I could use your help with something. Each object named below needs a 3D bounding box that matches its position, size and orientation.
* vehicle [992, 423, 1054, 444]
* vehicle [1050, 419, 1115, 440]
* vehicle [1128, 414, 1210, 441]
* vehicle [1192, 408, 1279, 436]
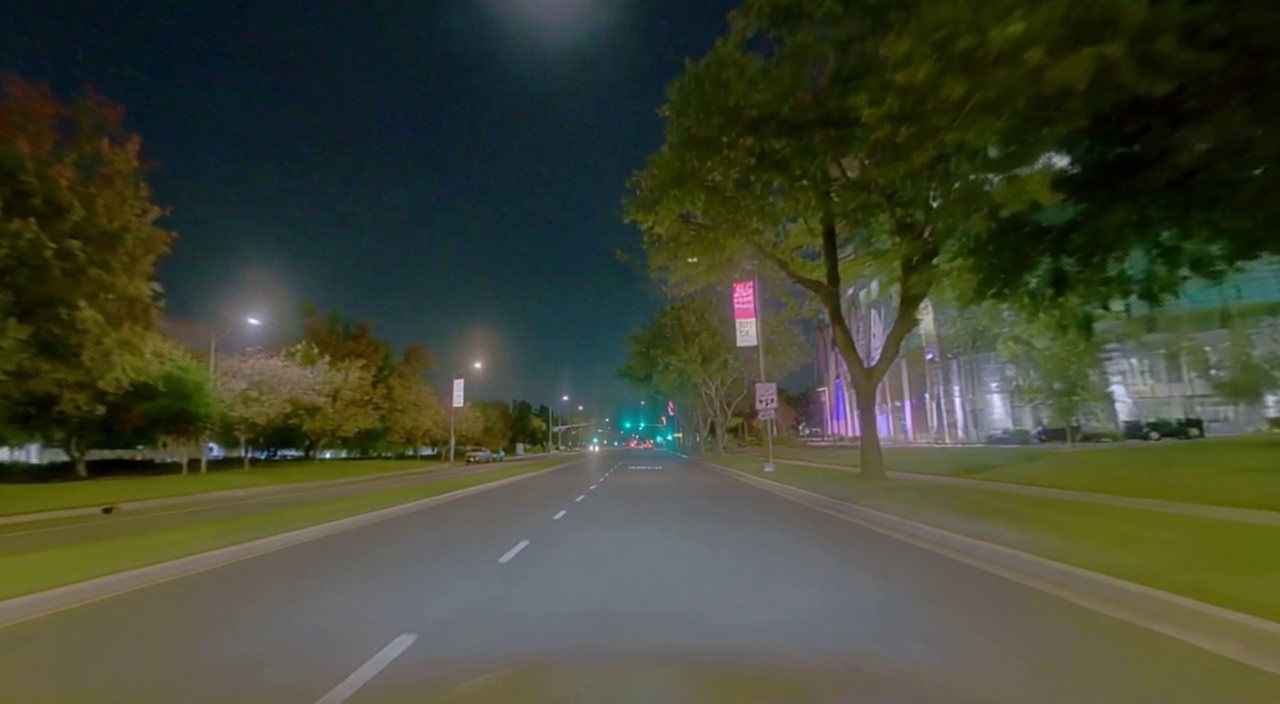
[{"bbox_3d":[28.289,6.079,46.495,1.895,1.503,4.234,1,-8,0],"label":"vehicle"},{"bbox_3d":[33.618,5.908,47.794,1.917,1.469,4.195,0,-9,1],"label":"vehicle"},{"bbox_3d":[33.846,4.887,40.305,1.866,1.550,3.927,-1,-8,2],"label":"vehicle"},{"bbox_3d":[39.205,4.650,41.264,1.945,1.690,4.317,-1,-8,1],"label":"vehicle"}]
